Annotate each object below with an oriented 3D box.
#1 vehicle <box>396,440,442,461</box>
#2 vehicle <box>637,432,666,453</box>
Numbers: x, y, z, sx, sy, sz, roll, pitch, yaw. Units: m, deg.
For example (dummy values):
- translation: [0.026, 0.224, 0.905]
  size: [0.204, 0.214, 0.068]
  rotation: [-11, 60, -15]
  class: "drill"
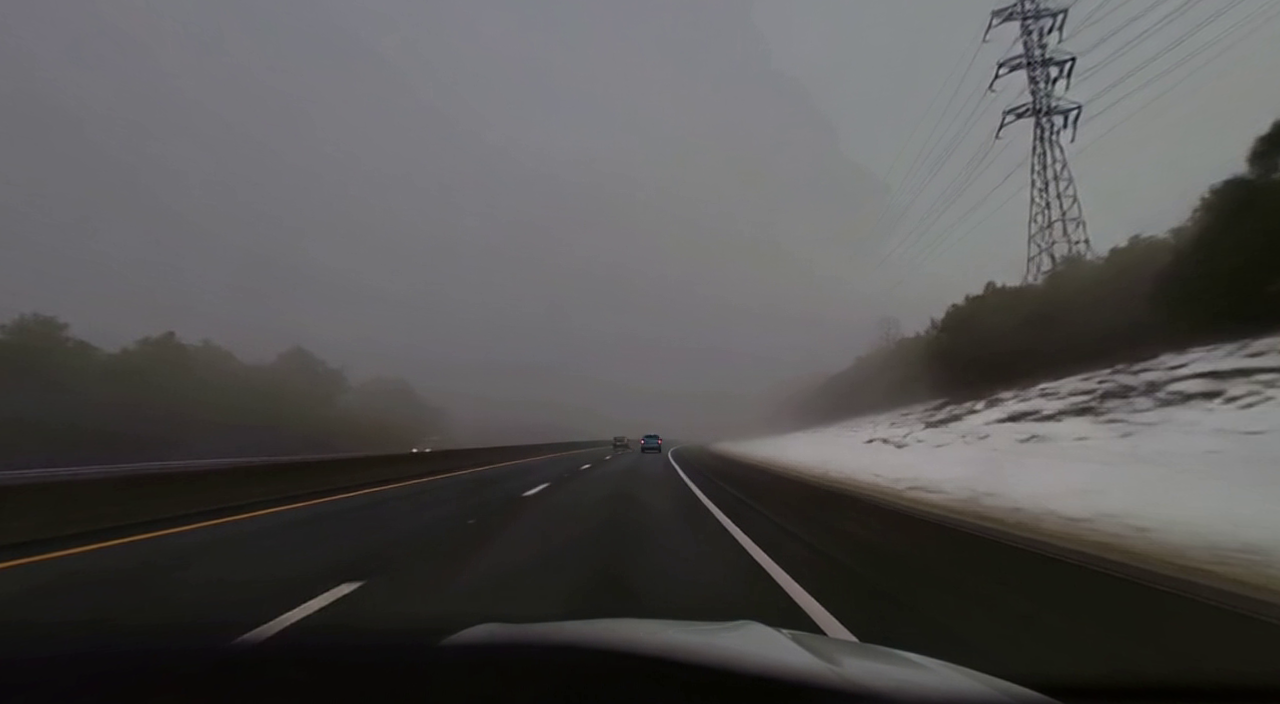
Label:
- translation: [-17.370, 7.727, 49.606]
  size: [1.933, 1.525, 4.315]
  rotation: [0, -8, 2]
  class: "vehicle"
- translation: [0.898, 6.877, 47.740]
  size: [2.077, 1.523, 4.206]
  rotation: [0, -8, 2]
  class: "vehicle"
